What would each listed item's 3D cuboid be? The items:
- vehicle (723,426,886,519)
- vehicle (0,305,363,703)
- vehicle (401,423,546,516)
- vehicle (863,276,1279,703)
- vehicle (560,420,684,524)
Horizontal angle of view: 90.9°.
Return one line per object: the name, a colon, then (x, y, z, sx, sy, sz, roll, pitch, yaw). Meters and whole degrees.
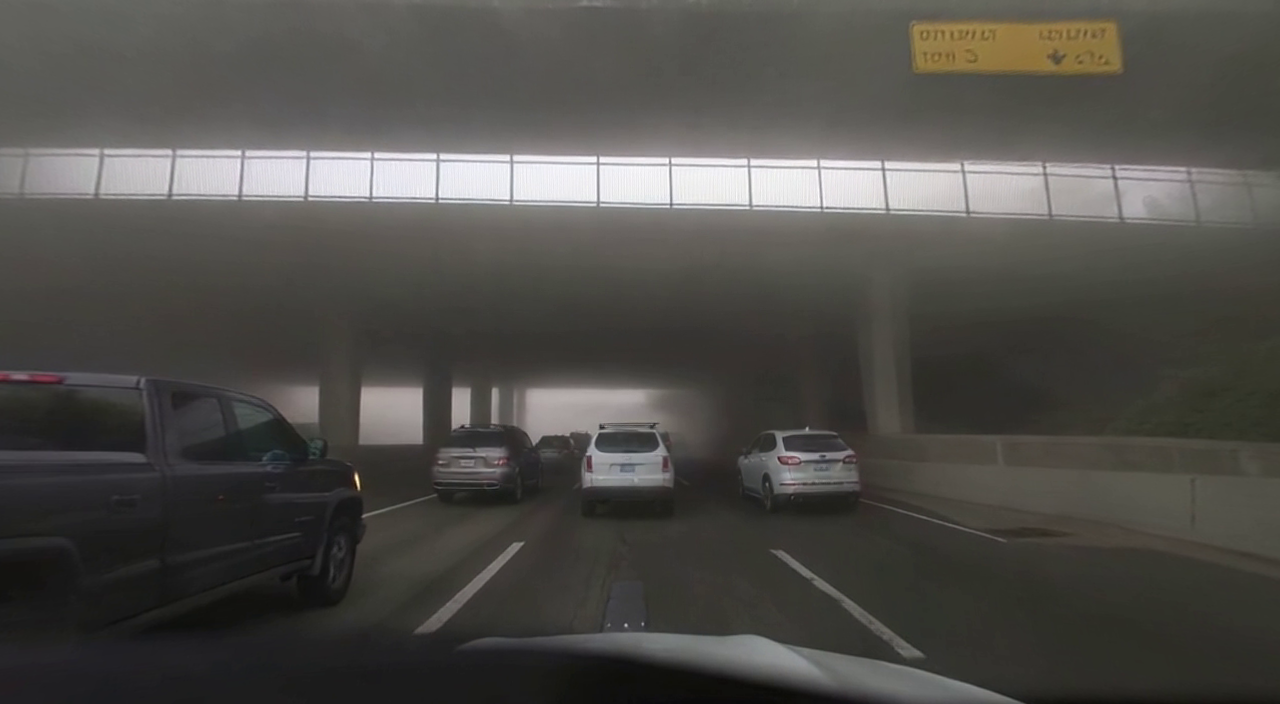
vehicle: (3.436, 2.657, 14.557, 2.234, 1.720, 5.378, 0, -9, -1)
vehicle: (-3.432, 0.840, 3.025, 2.074, 1.814, 4.596, 0, -9, 0)
vehicle: (-3.437, 2.521, 13.963, 2.127, 1.720, 4.064, 0, -9, -1)
vehicle: (3.692, 1.017, 4.543, 2.401, 1.968, 4.841, 0, -9, 1)
vehicle: (-0.352, 2.332, 12.686, 2.097, 1.748, 3.794, 0, -9, -1)
